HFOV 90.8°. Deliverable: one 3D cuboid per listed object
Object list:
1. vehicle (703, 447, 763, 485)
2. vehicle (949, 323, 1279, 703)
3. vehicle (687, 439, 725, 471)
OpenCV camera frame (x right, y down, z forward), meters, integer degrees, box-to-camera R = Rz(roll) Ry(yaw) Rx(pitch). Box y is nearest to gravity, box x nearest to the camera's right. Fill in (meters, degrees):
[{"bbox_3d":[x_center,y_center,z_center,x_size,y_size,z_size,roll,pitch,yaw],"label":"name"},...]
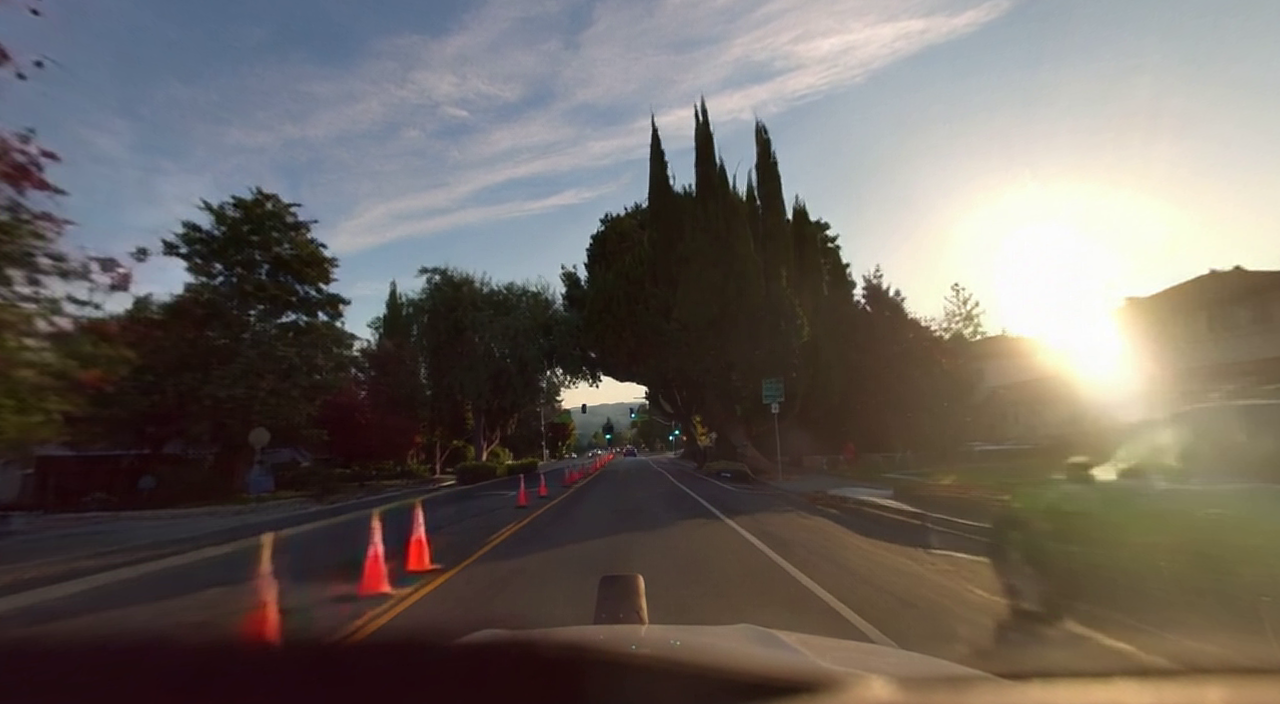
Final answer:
[{"bbox_3d":[3.813,4.722,26.585,1.870,1.441,4.539,0,-9,1],"label":"vehicle"},{"bbox_3d":[4.107,0.873,3.261,2.255,1.914,4.967,0,-9,-3],"label":"vehicle"},{"bbox_3d":[4.139,6.529,40.227,2.241,1.935,3.270,-1,-9,4],"label":"vehicle"}]
